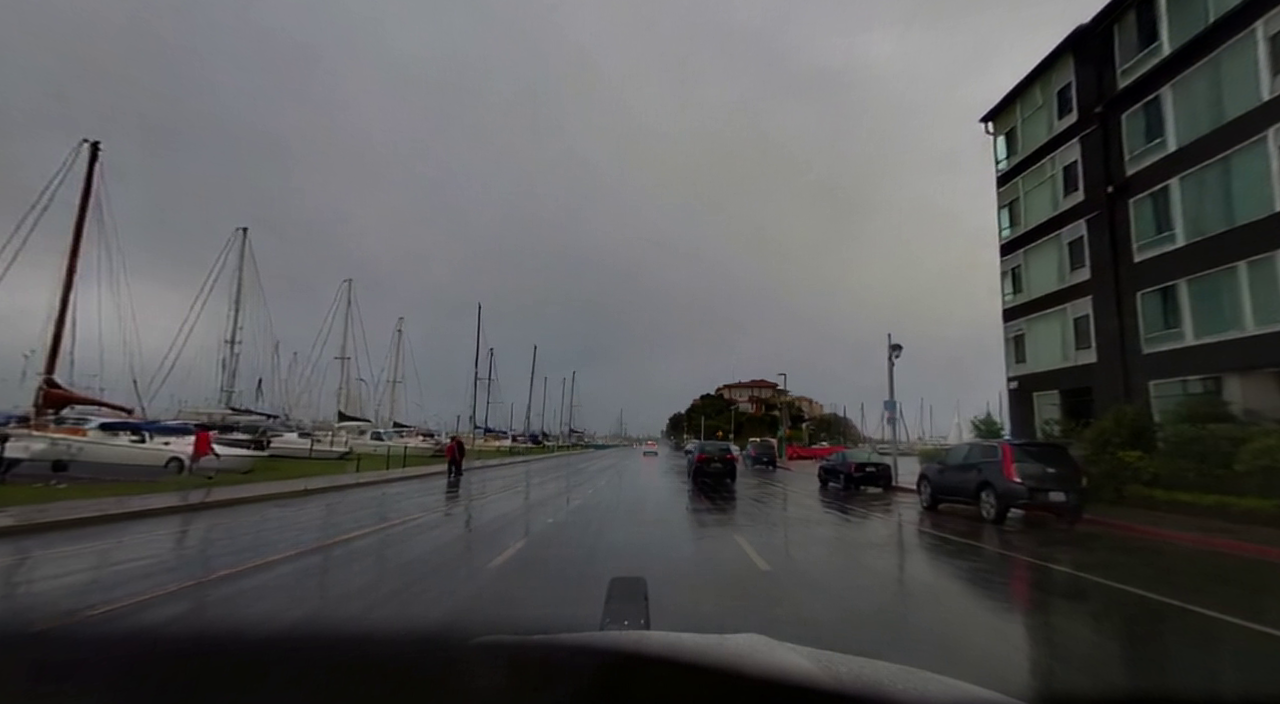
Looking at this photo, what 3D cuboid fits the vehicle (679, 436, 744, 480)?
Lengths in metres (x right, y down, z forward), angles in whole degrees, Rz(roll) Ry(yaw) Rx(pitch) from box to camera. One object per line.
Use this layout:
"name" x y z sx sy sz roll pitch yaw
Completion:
"vehicle" 2.809 4.284 25.653 2.047 1.640 4.051 0 -9 -1

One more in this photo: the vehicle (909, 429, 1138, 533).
"vehicle" 7.442 2.525 12.948 1.901 1.726 4.517 0 -9 1

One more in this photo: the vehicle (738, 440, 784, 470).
"vehicle" 7.600 6.532 40.107 2.029 1.750 4.825 0 -9 1

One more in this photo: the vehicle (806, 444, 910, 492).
"vehicle" 7.571 4.068 22.446 2.112 1.514 4.371 0 -9 0
